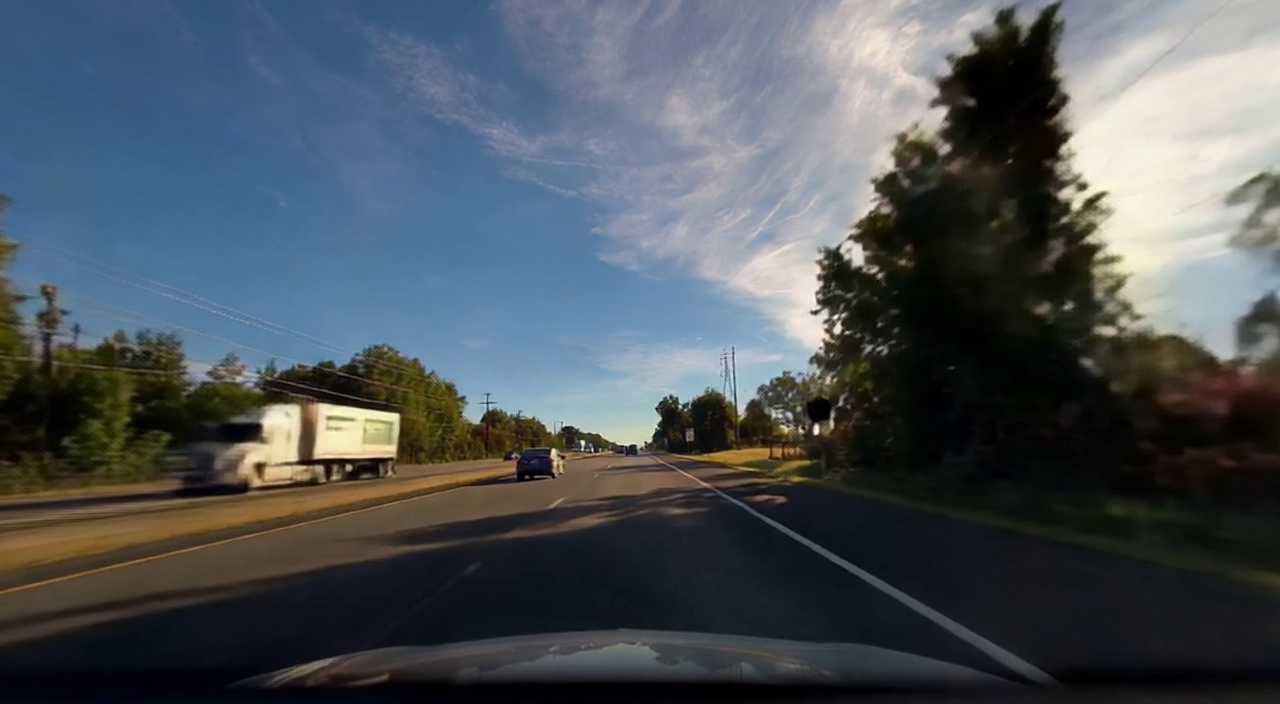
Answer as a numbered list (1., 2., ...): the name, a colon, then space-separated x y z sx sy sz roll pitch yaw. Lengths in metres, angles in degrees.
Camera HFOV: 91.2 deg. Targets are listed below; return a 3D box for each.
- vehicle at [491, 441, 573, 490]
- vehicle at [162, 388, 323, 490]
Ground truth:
1. vehicle: -3.703 3.968 22.287 2.123 1.545 4.404 0 -9 0
2. vehicle: -17.199 3.891 27.762 3.057 3.975 5.932 0 -9 0
